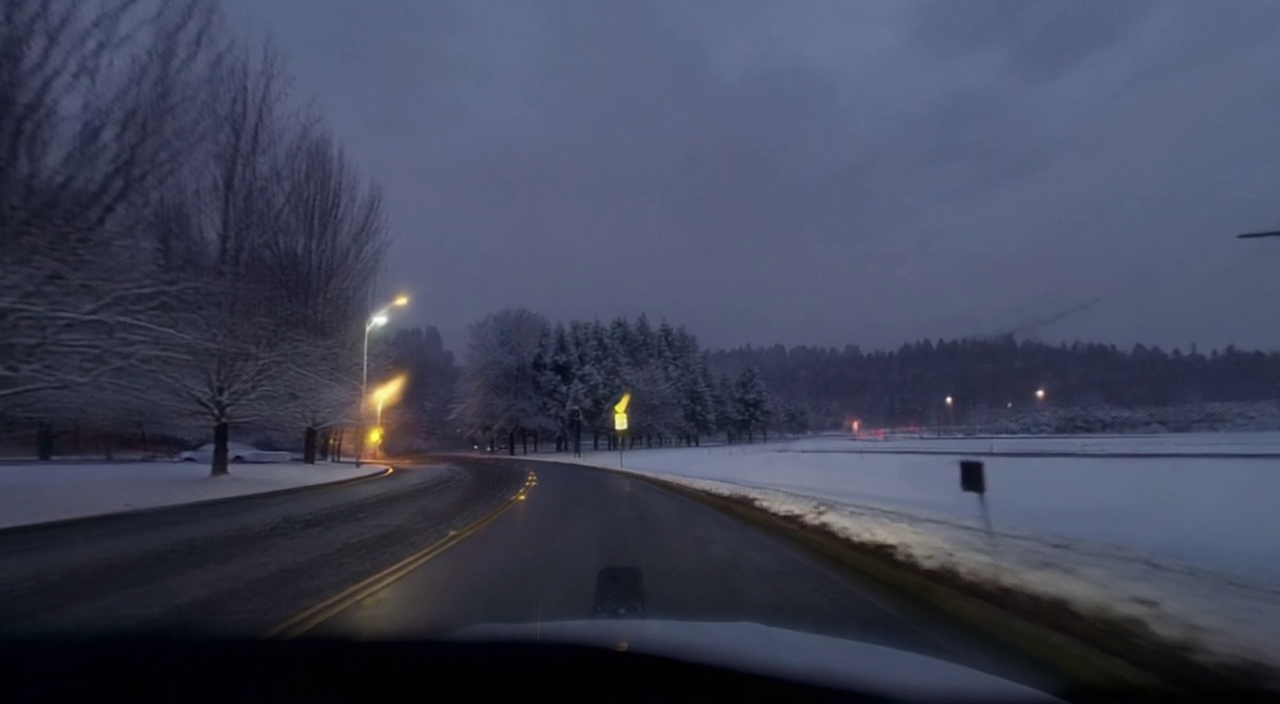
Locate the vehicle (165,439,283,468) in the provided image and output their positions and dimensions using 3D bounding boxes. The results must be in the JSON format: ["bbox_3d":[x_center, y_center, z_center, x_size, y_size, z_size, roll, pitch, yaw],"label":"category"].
[{"bbox_3d":[-26.186,6.421,39.983,5.613,1.775,2.357,2,-9,-11],"label":"vehicle"}]
